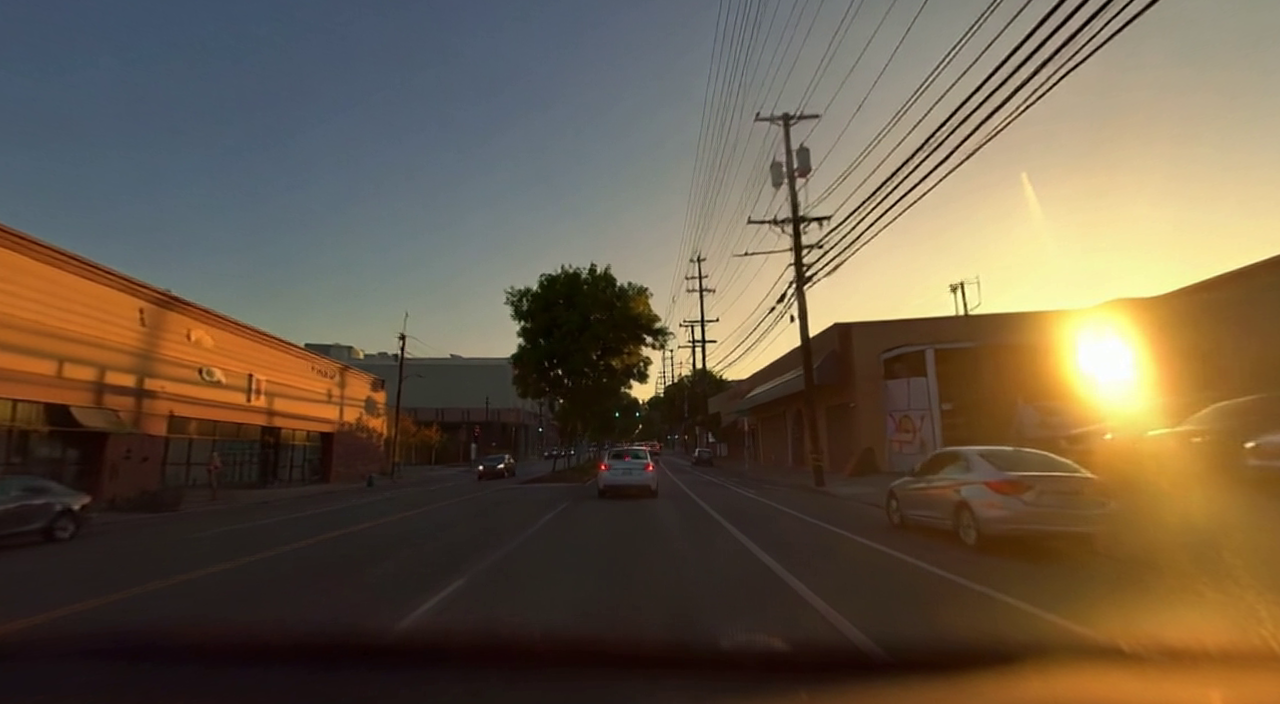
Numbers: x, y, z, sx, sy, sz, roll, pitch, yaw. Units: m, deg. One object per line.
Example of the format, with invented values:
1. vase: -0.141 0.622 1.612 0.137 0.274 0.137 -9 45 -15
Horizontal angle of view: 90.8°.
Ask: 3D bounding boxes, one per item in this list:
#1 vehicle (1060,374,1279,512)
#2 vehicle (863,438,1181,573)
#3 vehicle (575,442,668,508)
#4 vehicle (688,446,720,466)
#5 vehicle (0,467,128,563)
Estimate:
1. vehicle: 11.252 1.755 12.102 2.329 2.145 5.841 0 -9 0
2. vehicle: 5.225 2.113 9.613 1.937 1.523 4.541 0 -9 -1
3. vehicle: -0.436 3.092 16.400 2.116 1.479 3.980 0 -8 0
4. vehicle: 4.852 7.916 48.211 1.908 1.470 3.935 0 -9 -2
5. vehicle: -11.499 2.807 10.852 1.817 1.480 4.282 0 -8 0
